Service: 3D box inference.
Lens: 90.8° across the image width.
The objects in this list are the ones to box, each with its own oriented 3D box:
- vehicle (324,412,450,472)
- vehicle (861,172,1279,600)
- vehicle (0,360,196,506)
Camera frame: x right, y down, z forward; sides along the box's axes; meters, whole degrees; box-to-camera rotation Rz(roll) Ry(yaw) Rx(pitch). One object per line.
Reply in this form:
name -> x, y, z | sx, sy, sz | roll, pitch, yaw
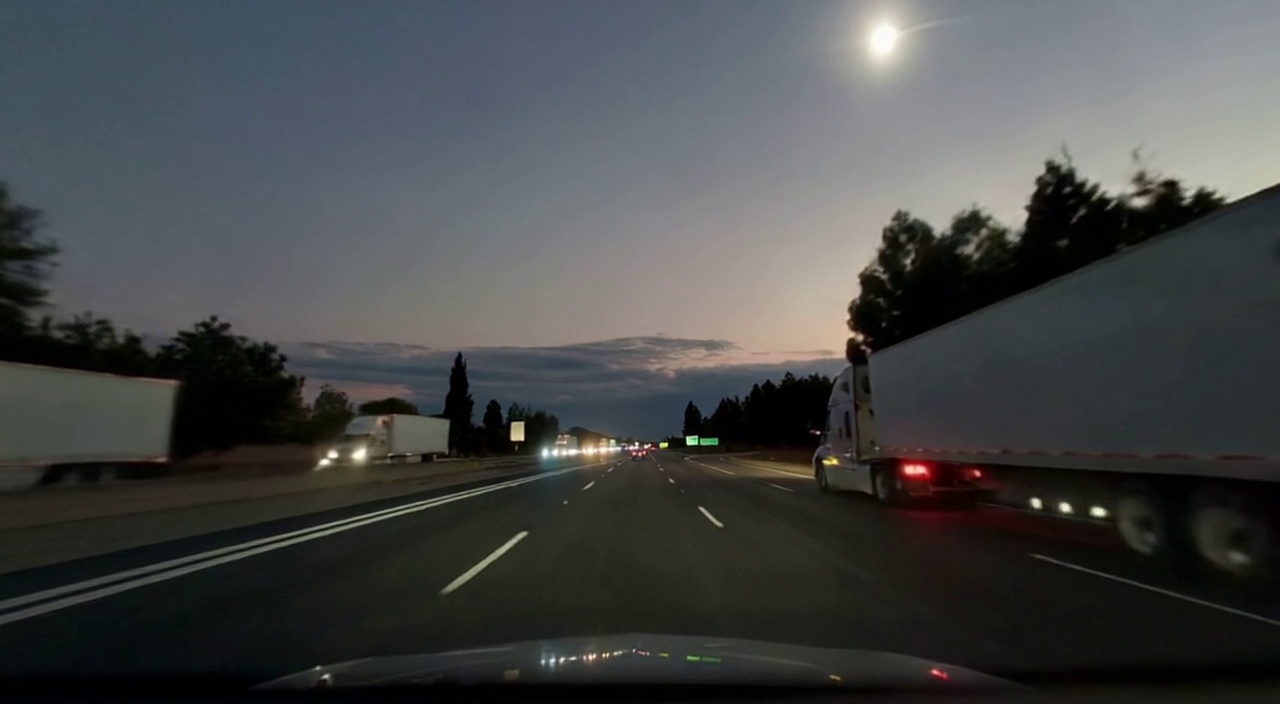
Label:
vehicle -> -18.930, 7.100, 49.288 | 2.923, 3.914, 16.640 | 0, -9, 0
vehicle -> 6.911, 0.981, 10.052 | 2.821, 3.681, 10.415 | 0, -9, -1
vehicle -> -19.388, 2.152, 16.861 | 2.946, 4.056, 16.865 | 0, -9, 0
